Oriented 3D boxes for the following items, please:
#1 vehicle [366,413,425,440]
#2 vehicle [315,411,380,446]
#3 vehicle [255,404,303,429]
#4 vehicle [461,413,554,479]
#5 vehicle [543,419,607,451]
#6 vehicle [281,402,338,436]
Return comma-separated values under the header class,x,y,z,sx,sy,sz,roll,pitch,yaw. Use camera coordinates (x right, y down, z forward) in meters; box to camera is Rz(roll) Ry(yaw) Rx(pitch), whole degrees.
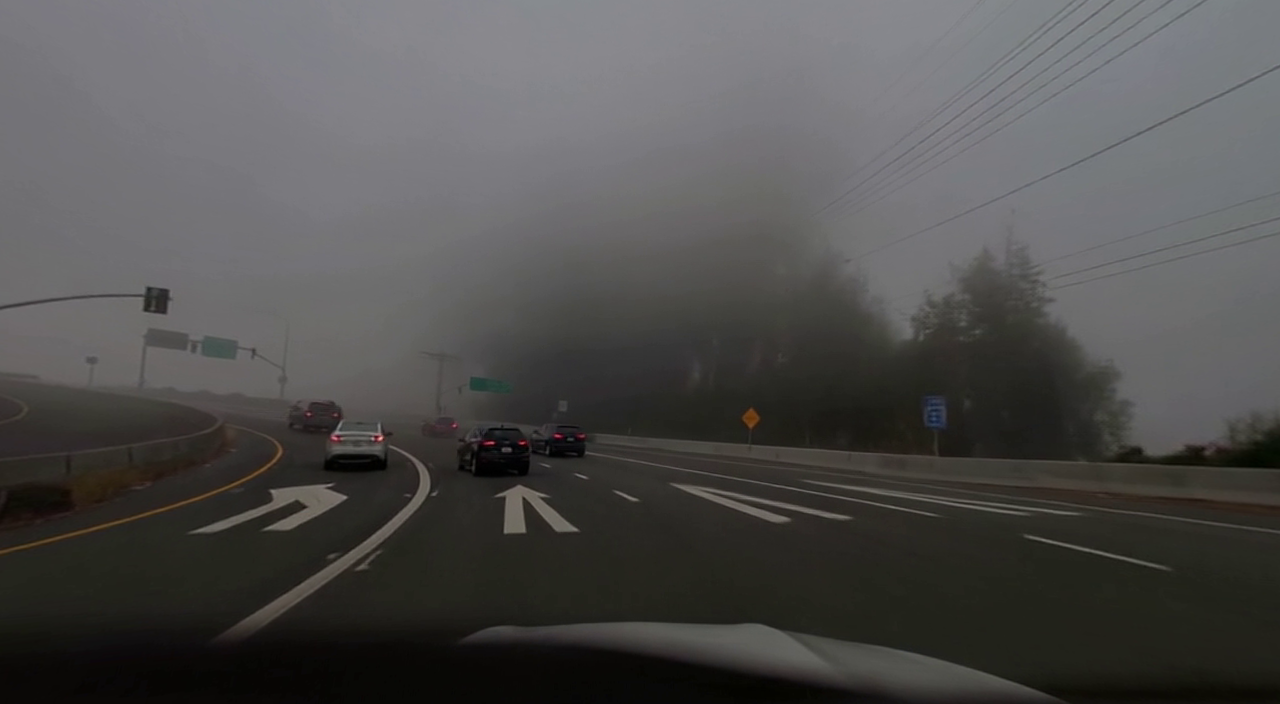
class,x,y,z,sx,sy,sz,roll,pitch,yaw
vehicle,-14.604,4.510,37.546,1.832,1.473,4.364,7,-11,-40
vehicle,-13.970,3.696,29.959,2.033,1.501,4.623,6,-10,-33
vehicle,-24.153,4.345,42.169,1.763,1.486,4.459,8,-11,-41
vehicle,-4.110,2.828,19.030,2.140,1.724,4.304,3,-9,-19
vehicle,-4.040,5.136,38.671,2.079,1.807,4.682,5,-10,-31
vehicle,-19.327,3.966,36.758,2.076,1.747,4.285,7,-11,-38
